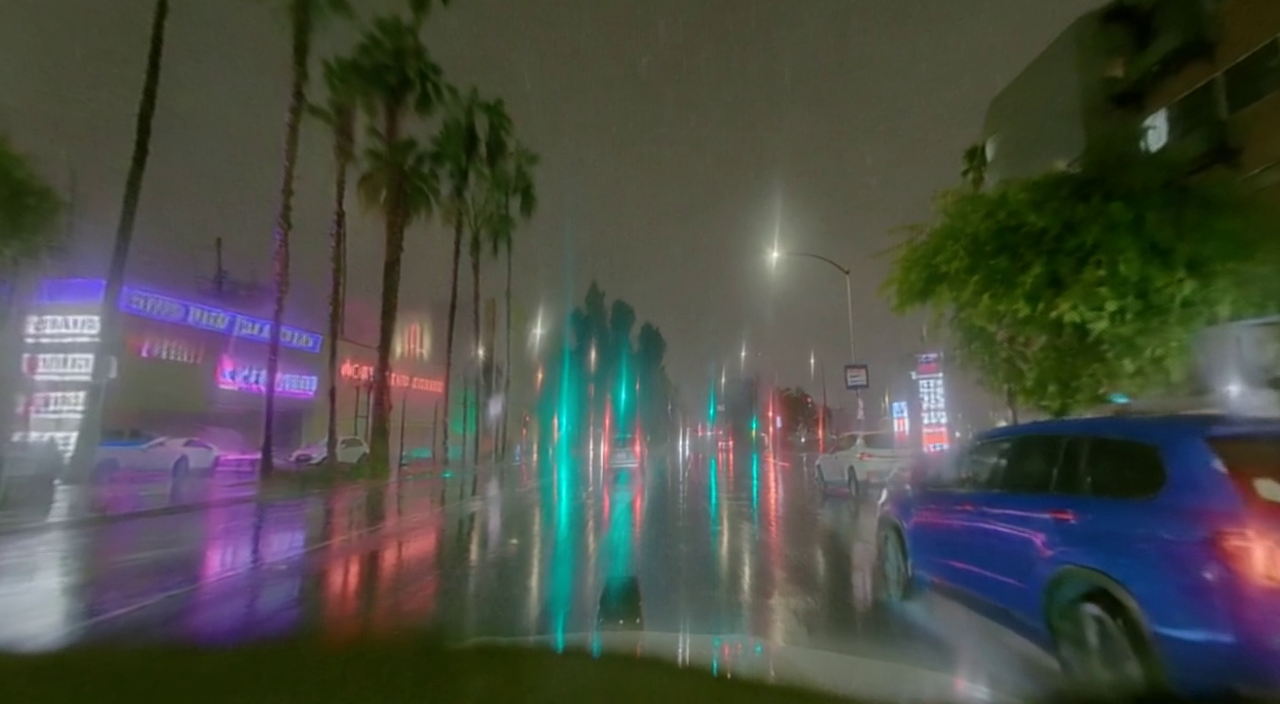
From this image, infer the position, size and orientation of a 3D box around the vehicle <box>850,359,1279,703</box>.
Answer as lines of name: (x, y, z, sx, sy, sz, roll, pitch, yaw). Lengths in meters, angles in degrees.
vehicle: (3.210, 1.159, 4.435, 1.983, 1.654, 4.354, 0, -8, 0)

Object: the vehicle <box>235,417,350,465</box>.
vehicle: (-20.882, 5.429, 38.362, 2.198, 2.684, 5.751, -4, -9, 25)

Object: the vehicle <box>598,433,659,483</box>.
vehicle: (-0.421, 3.934, 23.690, 2.063, 1.664, 4.471, 0, -8, 0)

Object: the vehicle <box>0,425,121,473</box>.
vehicle: (-32.562, 5.128, 33.578, 2.562, 2.387, 6.989, -4, -10, 29)

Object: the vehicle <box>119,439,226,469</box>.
vehicle: (-29.177, 6.380, 39.645, 1.863, 1.733, 4.974, -5, -10, 27)
